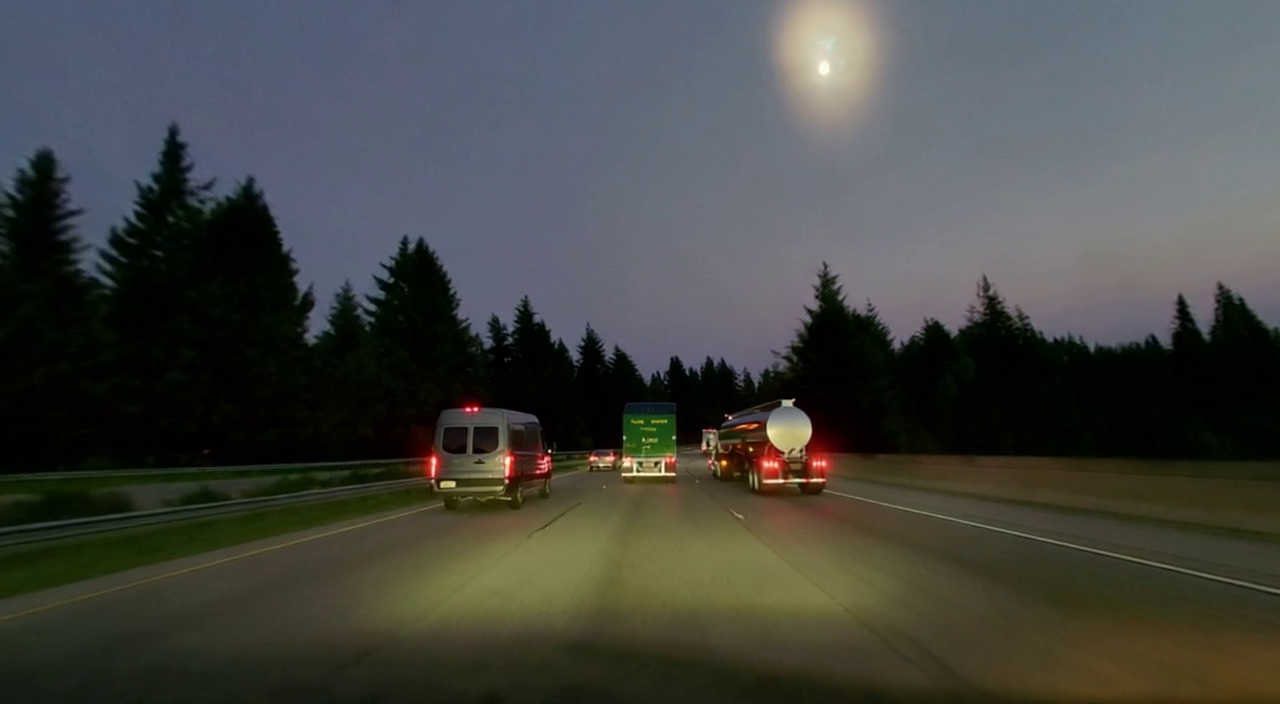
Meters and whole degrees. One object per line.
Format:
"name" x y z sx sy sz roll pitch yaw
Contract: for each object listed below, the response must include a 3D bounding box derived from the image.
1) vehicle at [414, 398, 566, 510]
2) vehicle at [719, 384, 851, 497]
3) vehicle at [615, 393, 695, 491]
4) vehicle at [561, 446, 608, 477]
"vehicle" -3.845 2.848 17.777 2.525 2.572 6.260 0 -9 2
"vehicle" 5.207 3.618 25.398 2.706 3.500 11.483 0 -9 1
"vehicle" 0.337 3.962 27.271 2.773 3.455 9.118 0 -9 -3
"vehicle" -3.172 6.354 36.862 2.134 1.652 4.439 -1 -9 3
